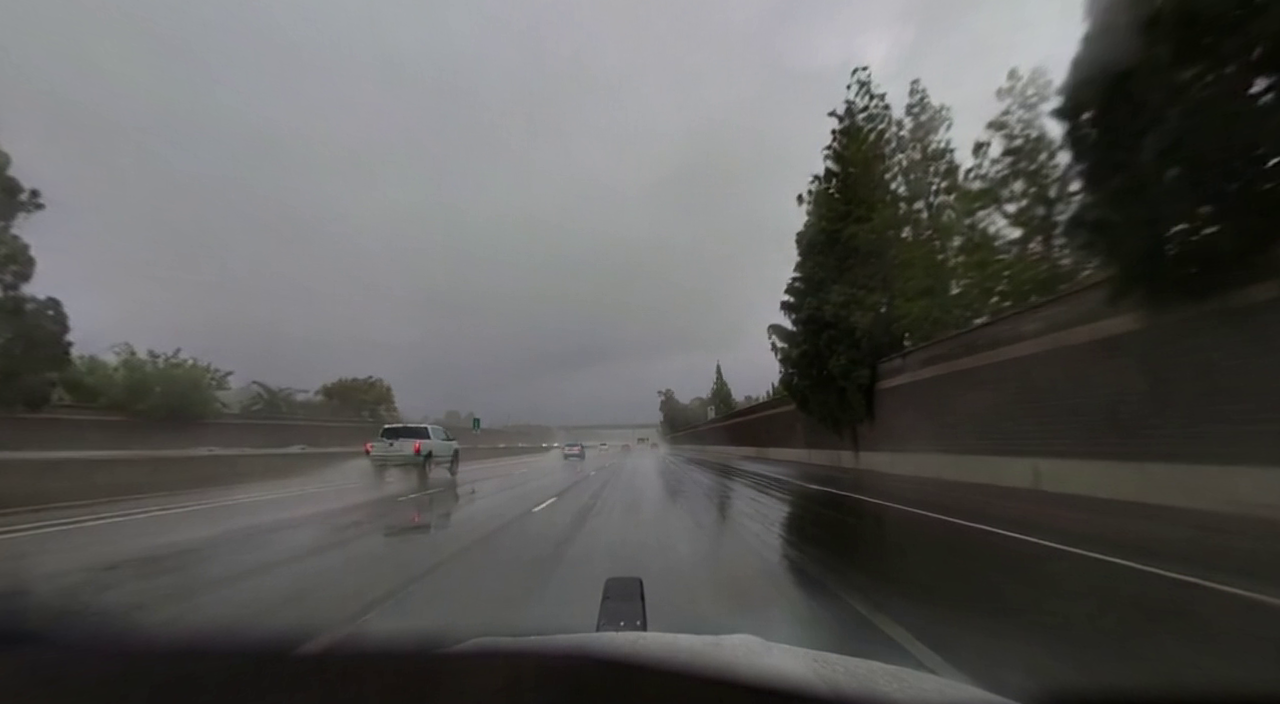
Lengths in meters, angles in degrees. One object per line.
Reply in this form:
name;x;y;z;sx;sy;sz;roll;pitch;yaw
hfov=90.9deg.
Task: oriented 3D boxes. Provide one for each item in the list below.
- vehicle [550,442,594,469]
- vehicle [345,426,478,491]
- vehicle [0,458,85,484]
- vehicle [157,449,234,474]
vehicle;-3.946;6.050;37.158;2.106;1.452;4.525;0;-8;0
vehicle;-7.688;3.658;22.145;2.351;1.922;6.335;0;-8;0
vehicle;-36.787;7.236;38.504;1.801;1.408;4.319;0;-8;0
vehicle;-29.241;7.193;41.637;1.798;1.475;4.485;0;-8;0
